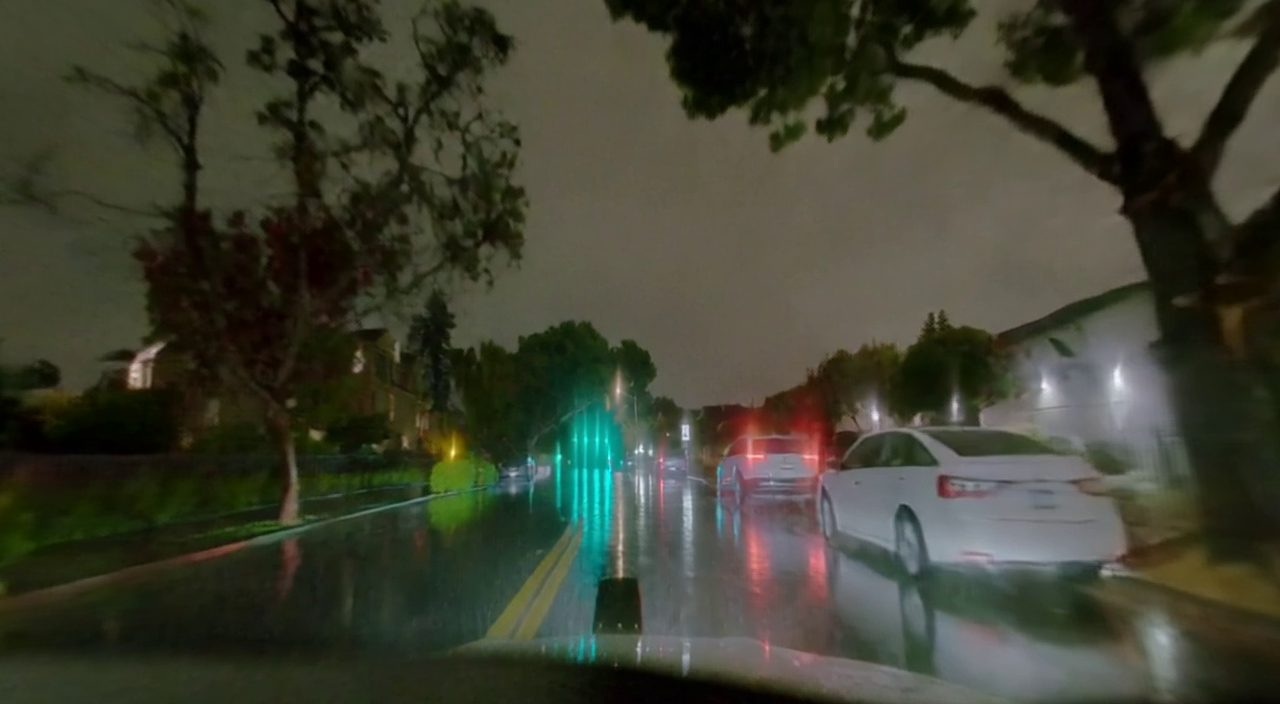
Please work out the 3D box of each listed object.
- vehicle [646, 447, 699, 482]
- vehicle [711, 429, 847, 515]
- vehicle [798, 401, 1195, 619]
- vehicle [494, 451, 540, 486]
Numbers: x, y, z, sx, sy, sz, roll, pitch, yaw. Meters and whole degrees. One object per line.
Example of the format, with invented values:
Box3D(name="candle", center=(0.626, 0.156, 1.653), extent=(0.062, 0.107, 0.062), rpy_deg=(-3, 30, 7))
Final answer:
Box3D(name="vehicle", center=(1.719, 6.264, 35.431), extent=(2.163, 1.742, 4.239), rpy_deg=(0, -8, -8))
Box3D(name="vehicle", center=(3.176, 2.840, 15.613), extent=(1.990, 1.753, 4.783), rpy_deg=(-1, -8, -3))
Box3D(name="vehicle", center=(3.452, 1.587, 7.434), extent=(1.970, 1.709, 4.568), rpy_deg=(-1, -8, 0))
Box3D(name="vehicle", center=(-6.999, 6.644, 36.332), extent=(2.051, 1.575, 4.581), rpy_deg=(-3, -7, -5))
